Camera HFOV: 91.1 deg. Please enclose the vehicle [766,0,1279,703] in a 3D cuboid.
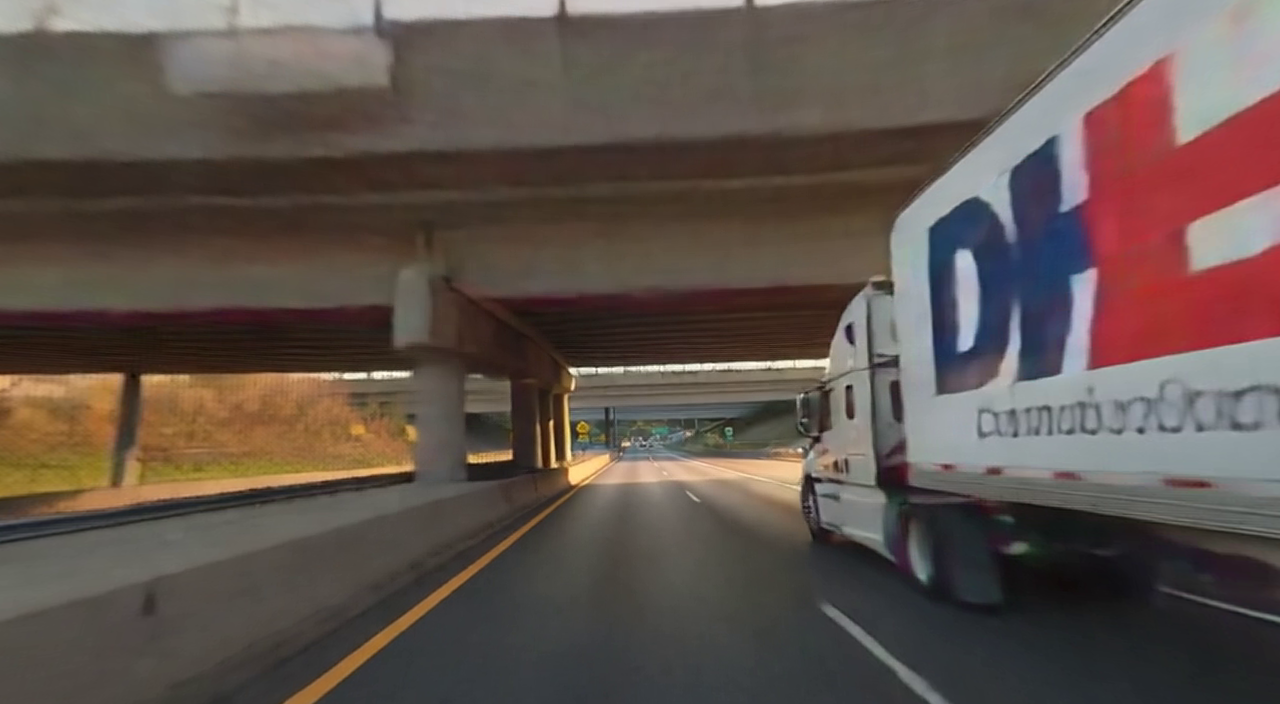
[{"bbox_3d":[3.648,-0.272,4.543,3.172,4.080,10.974,0,-10,0],"label":"vehicle"}]
